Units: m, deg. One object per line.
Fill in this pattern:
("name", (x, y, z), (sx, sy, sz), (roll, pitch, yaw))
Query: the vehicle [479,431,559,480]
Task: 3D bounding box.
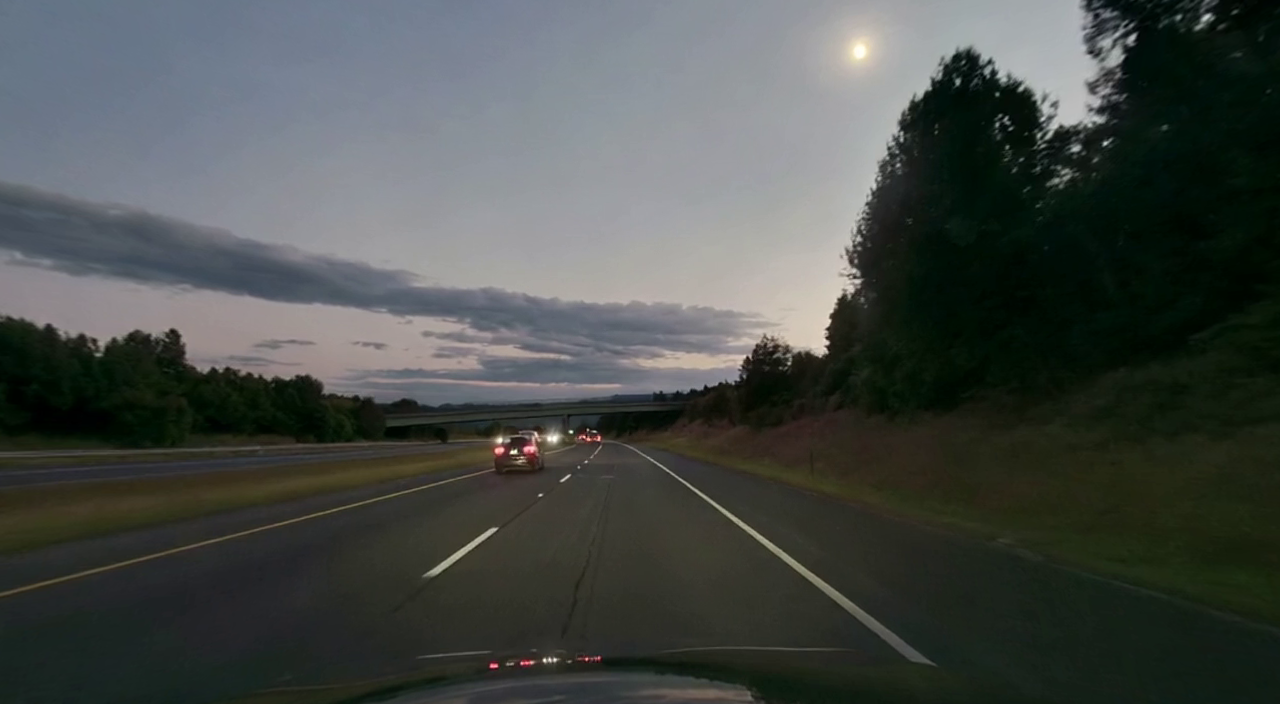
("vehicle", (-4.103, 3.561, 22.026), (2.005, 1.509, 4.260), (0, -8, -1))
